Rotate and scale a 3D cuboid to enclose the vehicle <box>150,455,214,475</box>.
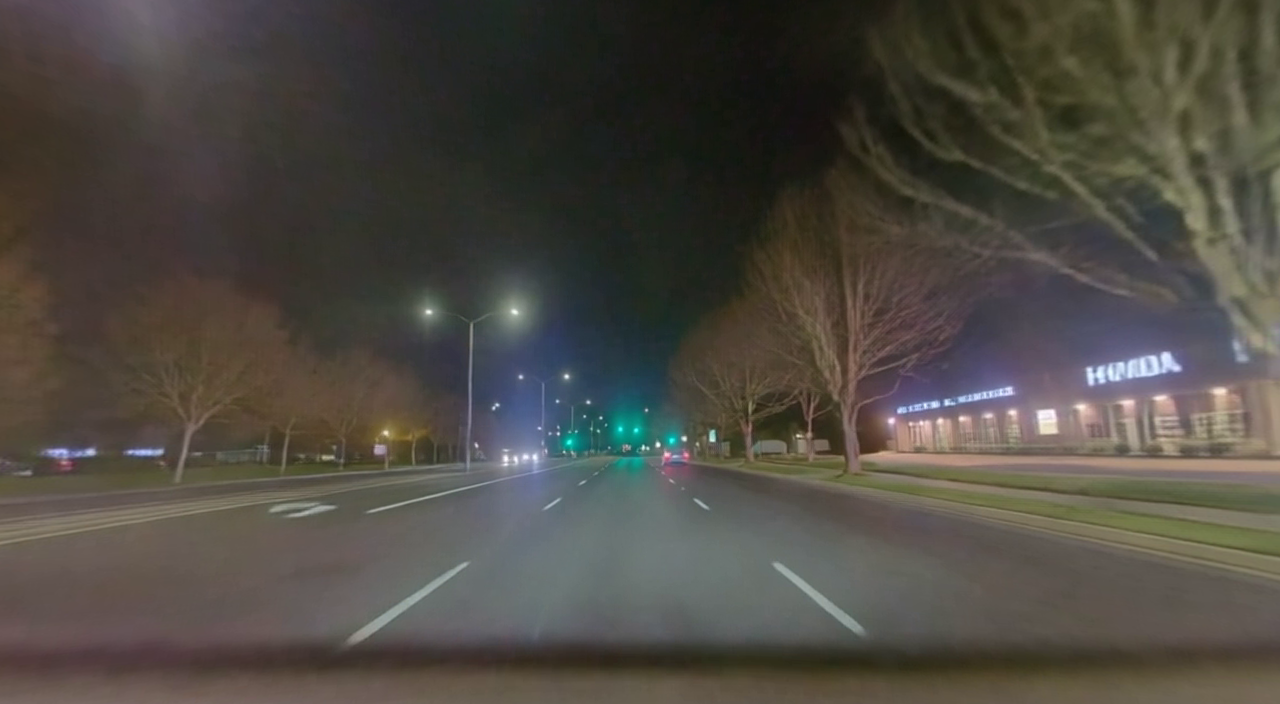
[{"bbox_3d":[-32.824,8.110,45.113,3.282,1.336,1.542,0,-9,-5],"label":"vehicle"}]

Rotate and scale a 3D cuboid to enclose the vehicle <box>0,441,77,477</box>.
[{"bbox_3d":[-33.134,5.800,33.998,3.825,1.489,1.778,-6,-7,-2],"label":"vehicle"}]
